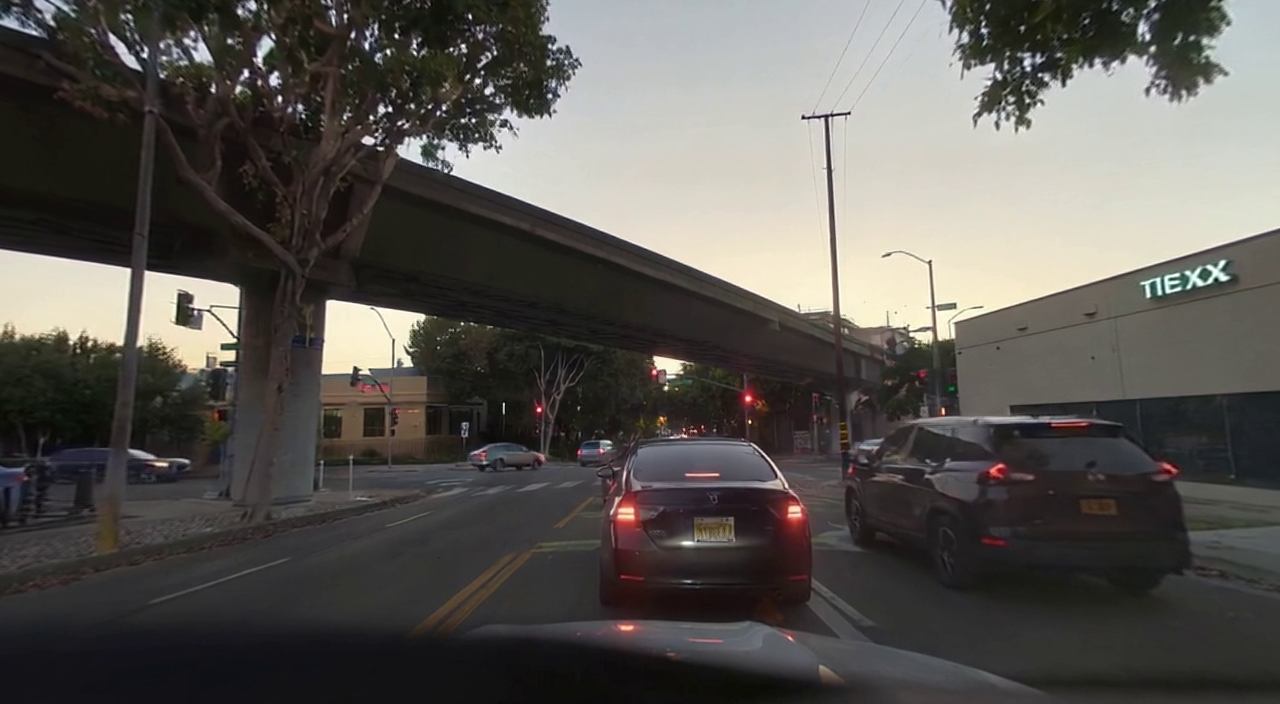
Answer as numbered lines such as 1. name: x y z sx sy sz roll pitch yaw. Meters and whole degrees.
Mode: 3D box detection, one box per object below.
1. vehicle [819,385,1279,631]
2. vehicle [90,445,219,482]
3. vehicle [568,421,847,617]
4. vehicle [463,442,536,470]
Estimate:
1. vehicle: 3.647 1.469 6.931 2.062 1.781 4.488 0 -8 0
2. vehicle: -23.142 5.330 30.206 4.474 1.673 2.010 0 -8 1
3. vehicle: 0.529 1.576 6.929 2.101 1.467 4.210 0 -8 1
4. vehicle: -7.657 5.692 34.794 1.873 1.462 4.283 -3 -9 19
